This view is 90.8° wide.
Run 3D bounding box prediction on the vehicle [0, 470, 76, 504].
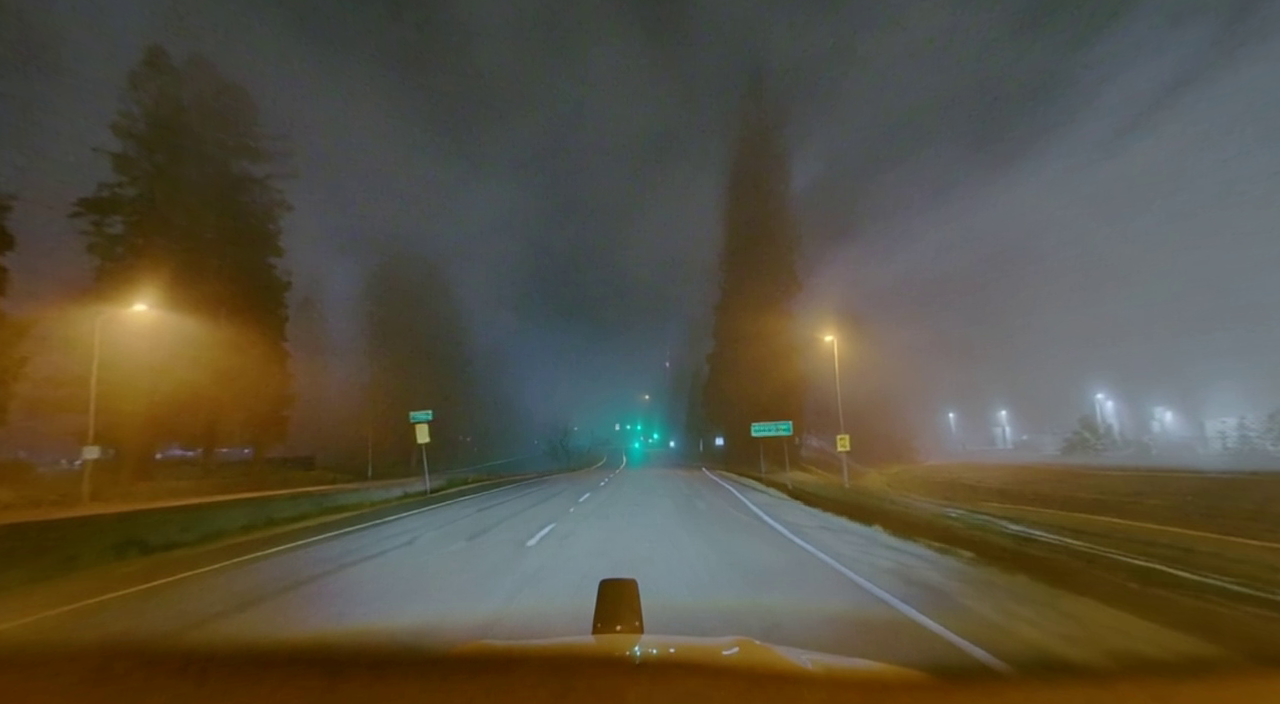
[{"bbox_3d":[-41.015,8.869,41.662,5.552,2.047,2.384,-1,-8,6],"label":"vehicle"}]
